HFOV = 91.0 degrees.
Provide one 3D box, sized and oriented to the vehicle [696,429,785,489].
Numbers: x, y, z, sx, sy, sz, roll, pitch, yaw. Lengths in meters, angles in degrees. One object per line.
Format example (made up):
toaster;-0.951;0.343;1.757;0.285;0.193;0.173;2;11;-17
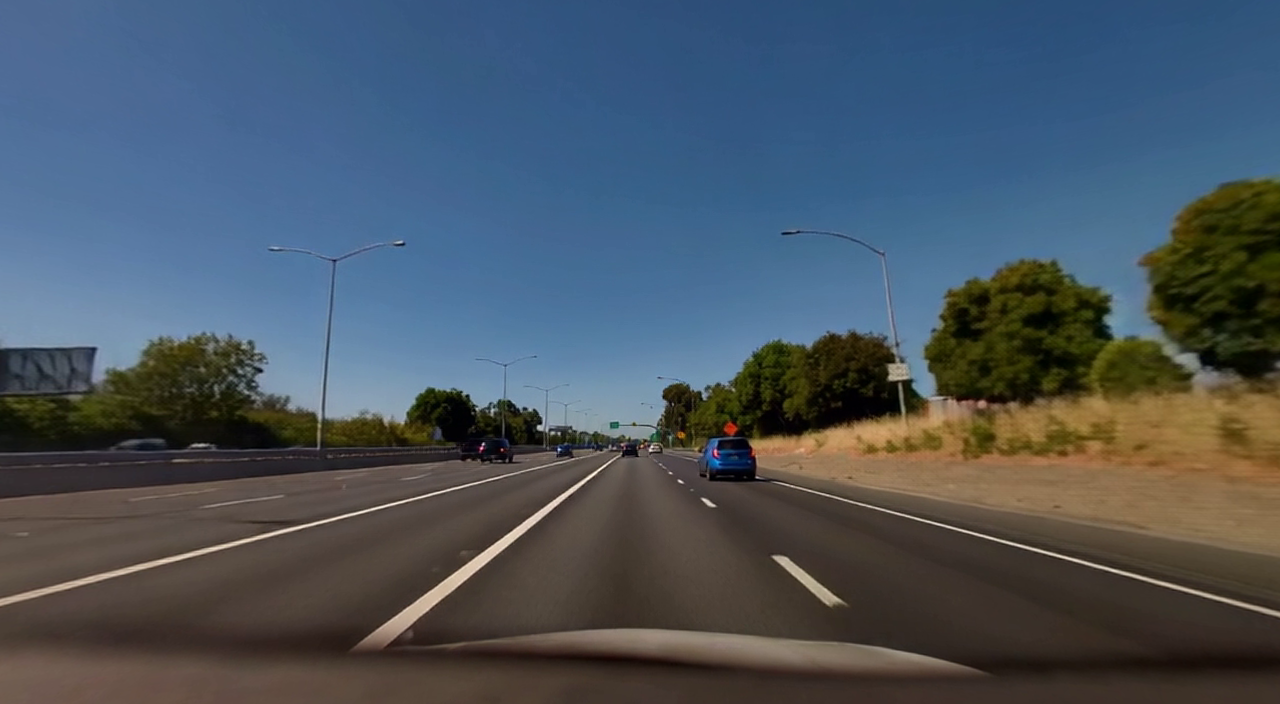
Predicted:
vehicle;3.424;3.759;22.494;2.184;1.892;4.763;0;-8;-2
